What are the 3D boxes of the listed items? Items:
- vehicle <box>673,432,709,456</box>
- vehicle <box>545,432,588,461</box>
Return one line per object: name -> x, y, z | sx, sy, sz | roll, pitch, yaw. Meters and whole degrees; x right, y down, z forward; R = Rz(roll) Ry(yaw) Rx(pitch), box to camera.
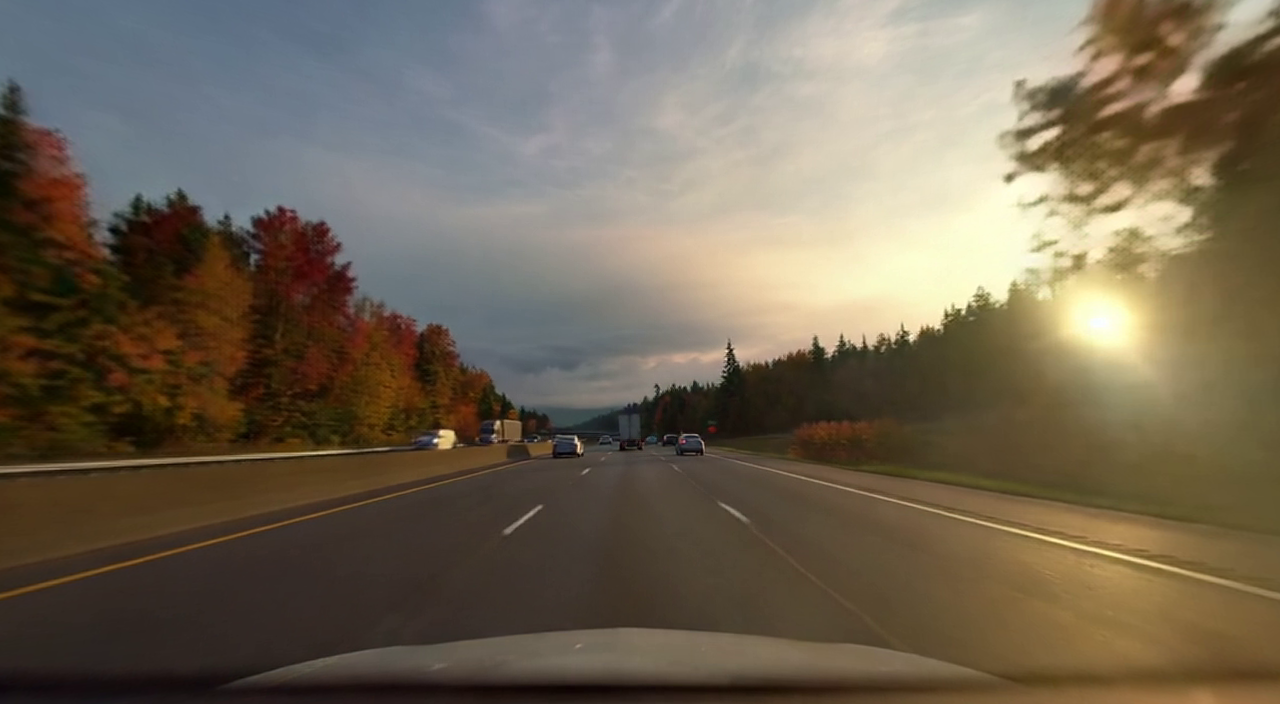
vehicle -> 3.410, 6.249, 42.740 | 1.882, 1.492, 3.958 | 0, -8, -3
vehicle -> -4.032, 5.274, 35.130 | 2.027, 1.501, 3.920 | 0, -8, -1
